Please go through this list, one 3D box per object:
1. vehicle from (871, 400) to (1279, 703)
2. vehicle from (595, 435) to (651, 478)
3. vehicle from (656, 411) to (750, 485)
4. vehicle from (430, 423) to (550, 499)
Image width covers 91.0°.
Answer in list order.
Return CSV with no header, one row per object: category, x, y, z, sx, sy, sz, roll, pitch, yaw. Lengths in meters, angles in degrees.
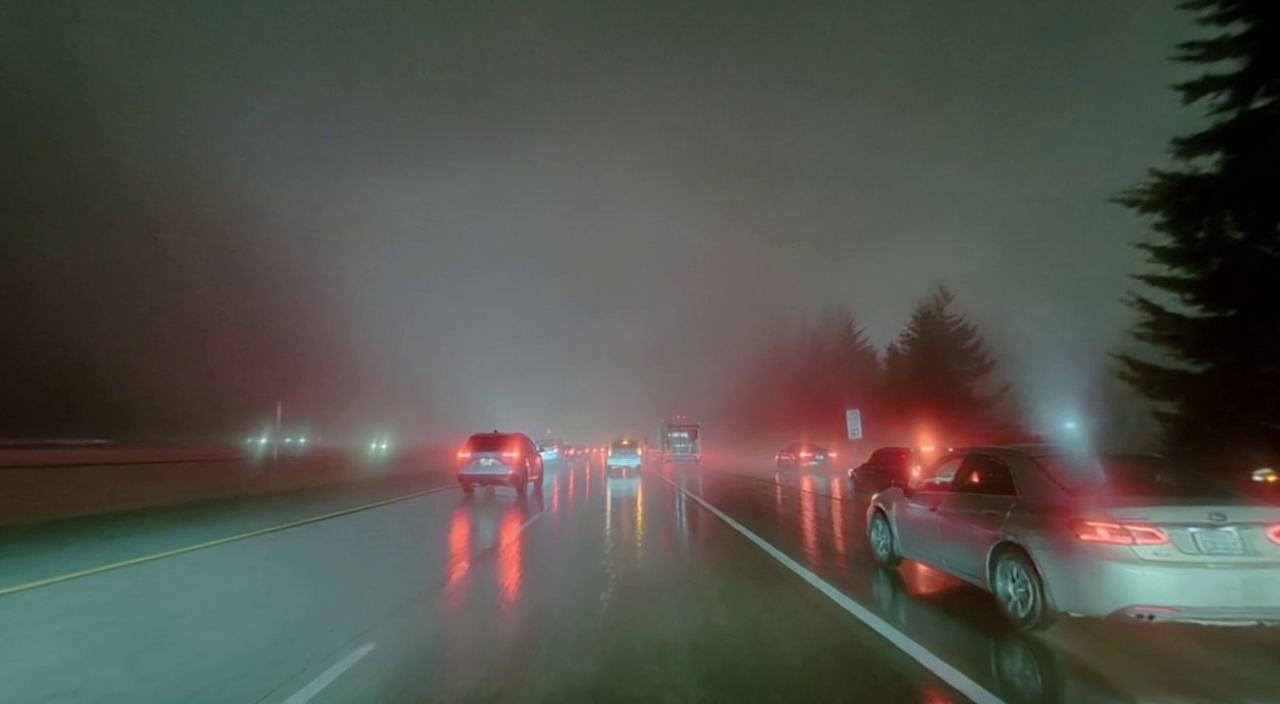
vehicle,3.160,1.150,3.587,2.031,1.504,4.327,0,-9,0
vehicle,-0.724,4.480,27.231,2.235,1.682,4.094,0,-9,-1
vehicle,2.946,5.132,34.093,3.426,3.279,12.313,0,-8,-2
vehicle,-3.936,2.973,17.515,2.176,1.783,4.799,0,-9,0
